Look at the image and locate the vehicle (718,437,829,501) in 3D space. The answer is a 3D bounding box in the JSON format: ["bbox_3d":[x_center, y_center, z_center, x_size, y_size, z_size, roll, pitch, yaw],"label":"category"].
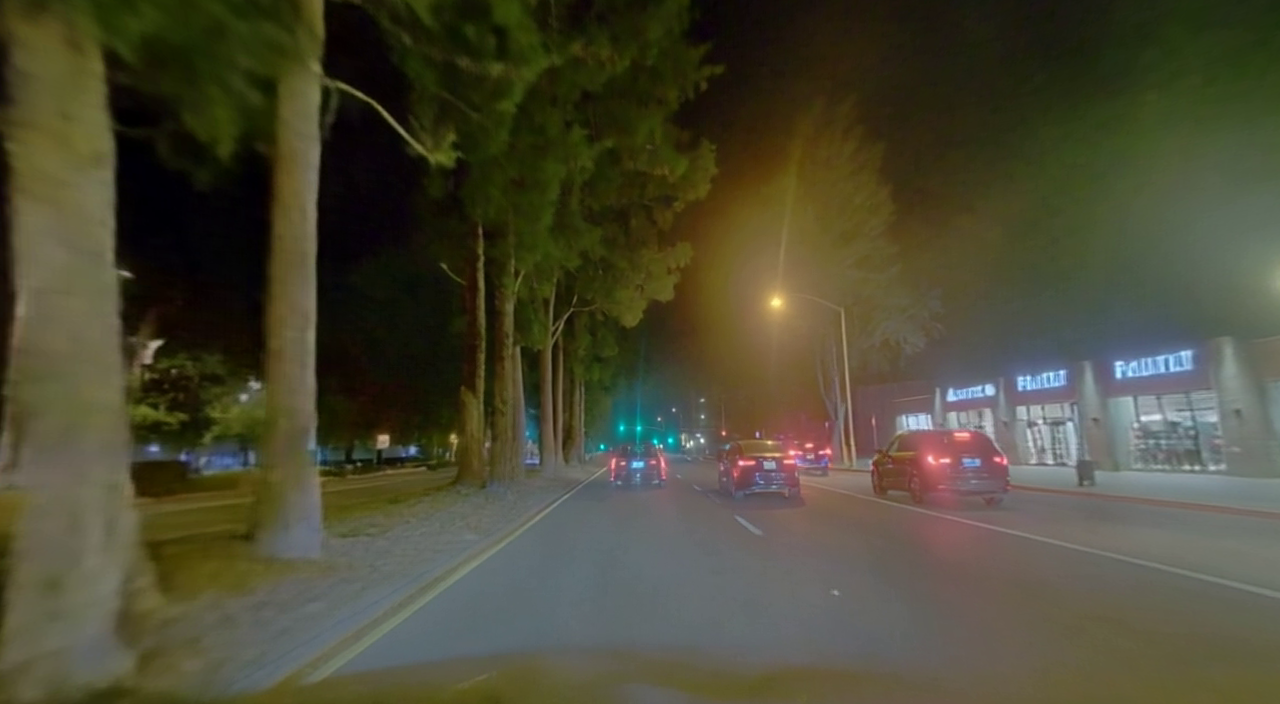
[{"bbox_3d":[3.401,3.066,16.978,1.993,1.477,4.240,0,-9,-1],"label":"vehicle"}]

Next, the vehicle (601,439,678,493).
[{"bbox_3d":[-0.051,3.481,19.625,2.101,1.444,4.248,0,-9,-1],"label":"vehicle"}]

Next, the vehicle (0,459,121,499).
[{"bbox_3d":[-26.411,5.652,28.270,4.559,1.663,2.059,-1,-9,3],"label":"vehicle"}]

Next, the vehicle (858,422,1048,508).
[{"bbox_3d":[7.178,2.656,15.264,2.052,1.708,4.842,0,-9,-1],"label":"vehicle"}]
